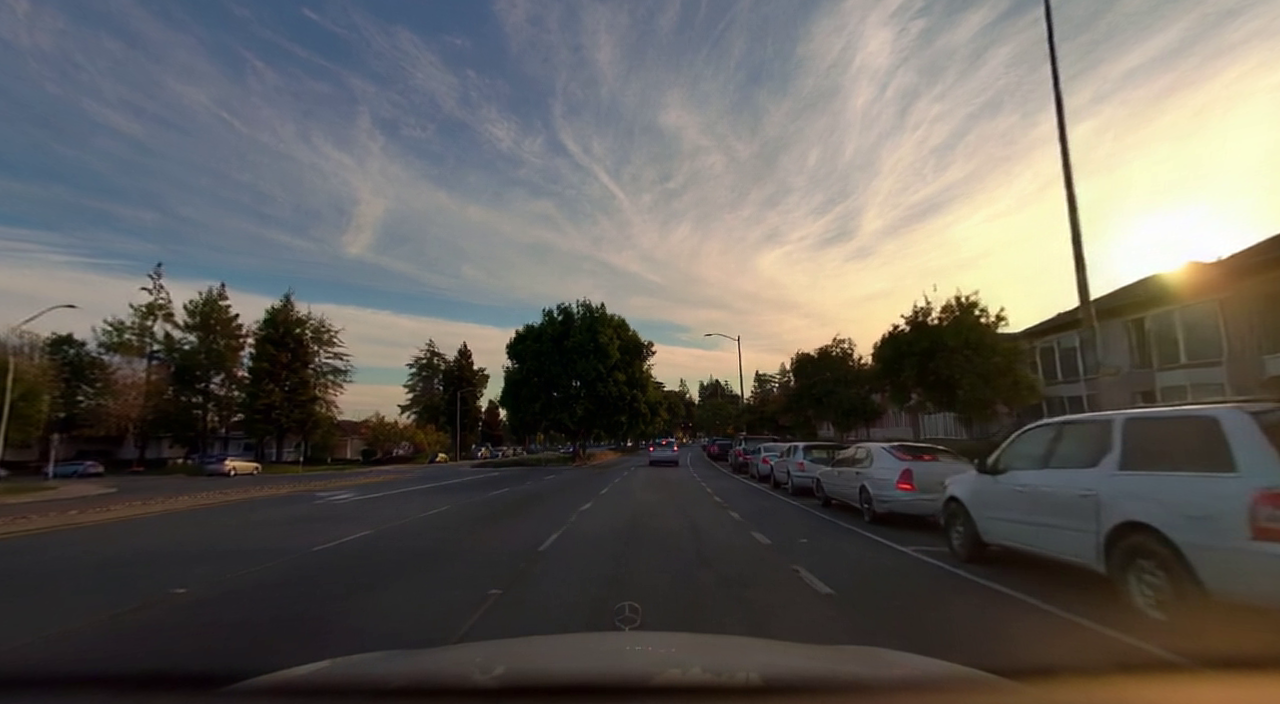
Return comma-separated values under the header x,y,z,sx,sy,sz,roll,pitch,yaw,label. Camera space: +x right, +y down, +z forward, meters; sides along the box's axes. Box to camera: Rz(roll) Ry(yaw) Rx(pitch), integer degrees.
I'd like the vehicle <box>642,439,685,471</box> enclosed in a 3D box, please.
x,y,z,sx,sy,sz,roll,pitch,yaw,label
1.181,5.158,31.723,2.011,1.480,4.170,0,-8,2,vehicle

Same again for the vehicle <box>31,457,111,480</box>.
x,y,z,sx,sy,sz,roll,pitch,yaw,label
-41.120,8.411,45.581,4.292,1.497,1.883,-1,-8,8,vehicle

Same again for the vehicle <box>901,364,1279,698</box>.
x,y,z,sx,sy,sz,roll,pitch,yaw,label
4.323,1.268,5.531,1.973,1.749,4.608,0,-8,-1,vehicle

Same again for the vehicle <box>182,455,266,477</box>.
x,y,z,sx,sy,sz,roll,pitch,yaw,label
-29.604,8.091,44.963,4.591,1.468,1.805,1,-8,-9,vehicle

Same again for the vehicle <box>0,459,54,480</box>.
x,y,z,sx,sy,sz,roll,pitch,yaw,label
-45.658,8.623,46.227,3.970,1.434,1.688,-2,-8,10,vehicle
